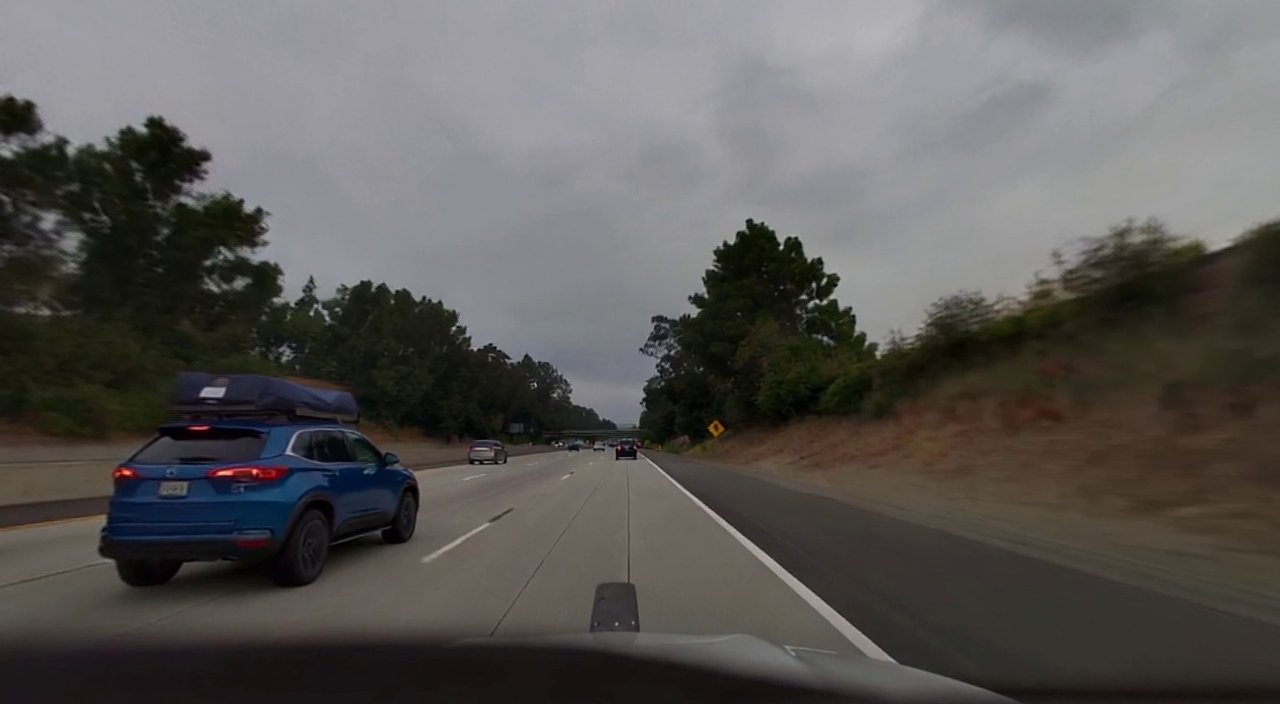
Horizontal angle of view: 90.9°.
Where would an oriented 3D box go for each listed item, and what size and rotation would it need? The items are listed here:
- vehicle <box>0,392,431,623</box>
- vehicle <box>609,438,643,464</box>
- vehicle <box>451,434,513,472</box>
[{"bbox_3d":[-4.185,1.503,7.205,2.069,1.748,4.652,0,-8,-1],"label":"vehicle"},{"bbox_3d":[-0.894,6.556,42.043,2.178,1.658,3.916,0,-8,-1],"label":"vehicle"},{"bbox_3d":[-7.832,5.006,31.632,1.964,1.745,4.338,0,-8,1],"label":"vehicle"}]
